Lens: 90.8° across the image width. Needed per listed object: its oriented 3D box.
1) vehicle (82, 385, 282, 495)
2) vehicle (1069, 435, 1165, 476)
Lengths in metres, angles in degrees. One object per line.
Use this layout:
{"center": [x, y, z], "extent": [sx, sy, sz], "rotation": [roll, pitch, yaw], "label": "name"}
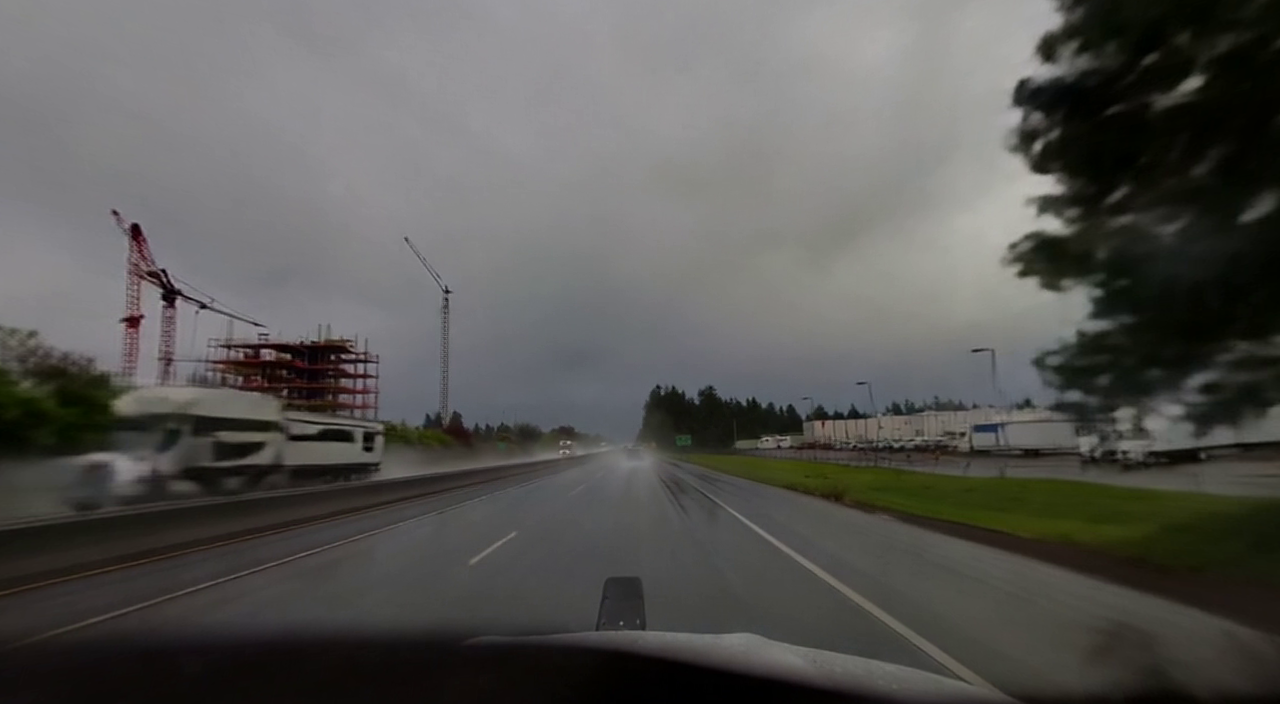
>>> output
{"center": [-17.031, 3.391, 24.130], "extent": [3.004, 3.663, 5.895], "rotation": [0, -9, 0], "label": "vehicle"}
{"center": [34.758, 7.586, 46.151], "extent": [4.454, 2.856, 3.037], "rotation": [-1, -9, 4], "label": "vehicle"}
